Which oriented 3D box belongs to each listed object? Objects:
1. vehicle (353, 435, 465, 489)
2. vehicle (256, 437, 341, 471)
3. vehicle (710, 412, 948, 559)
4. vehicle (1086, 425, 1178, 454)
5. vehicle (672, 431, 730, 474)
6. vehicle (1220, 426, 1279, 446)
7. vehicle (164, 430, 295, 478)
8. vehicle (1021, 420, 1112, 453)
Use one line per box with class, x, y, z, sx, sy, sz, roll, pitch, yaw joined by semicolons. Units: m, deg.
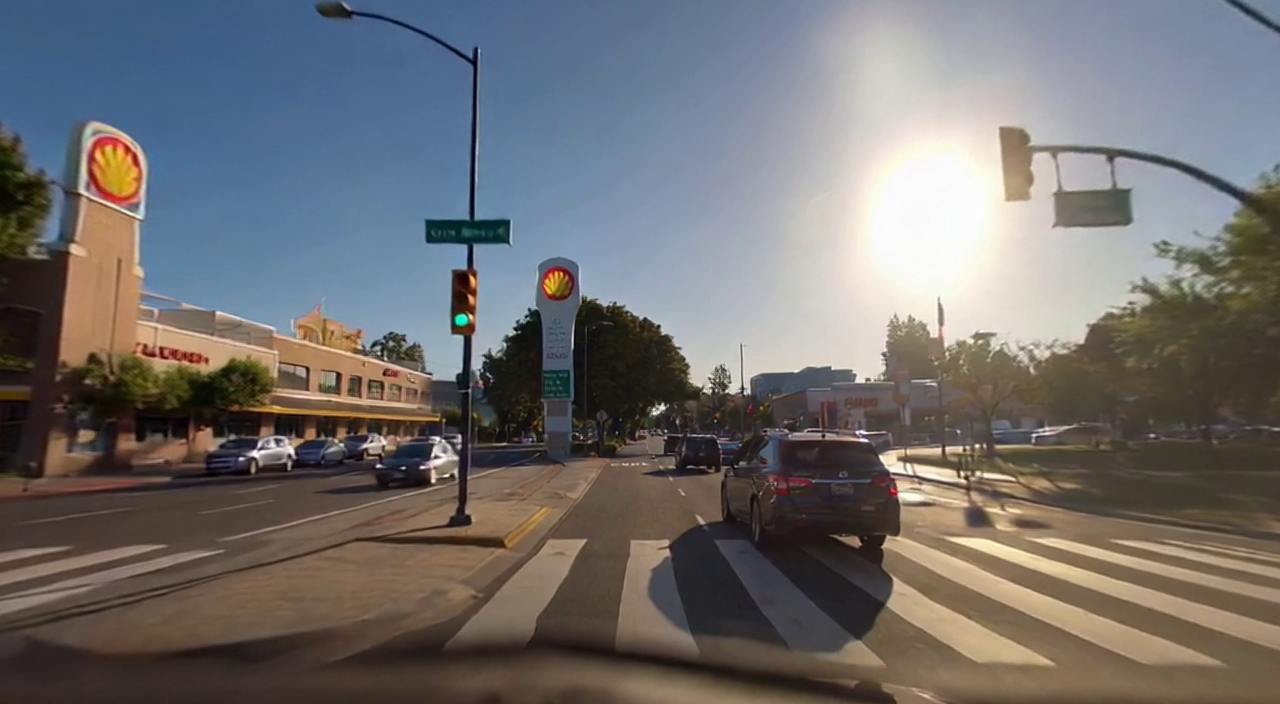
vehicle;-7.512;3.623;21.015;2.014;1.566;4.437;0;-9;0
vehicle;-18.154;5.432;33.740;1.881;1.679;4.598;0;-9;1
vehicle;2.516;1.958;9.950;2.183;1.720;4.842;0;-9;-1
vehicle;28.227;5.089;36.280;2.131;1.561;3.901;0;-9;-1
vehicle;2.514;4.309;27.096;1.999;1.679;4.217;0;-9;-1
vehicle;45.181;6.120;45.944;3.647;1.414;1.691;-3;-9;20
vehicle;-18.111;4.539;28.201;2.201;1.931;5.425;0;-9;0
vehicle;24.669;4.966;36.632;2.066;1.817;4.675;0;-9;1
